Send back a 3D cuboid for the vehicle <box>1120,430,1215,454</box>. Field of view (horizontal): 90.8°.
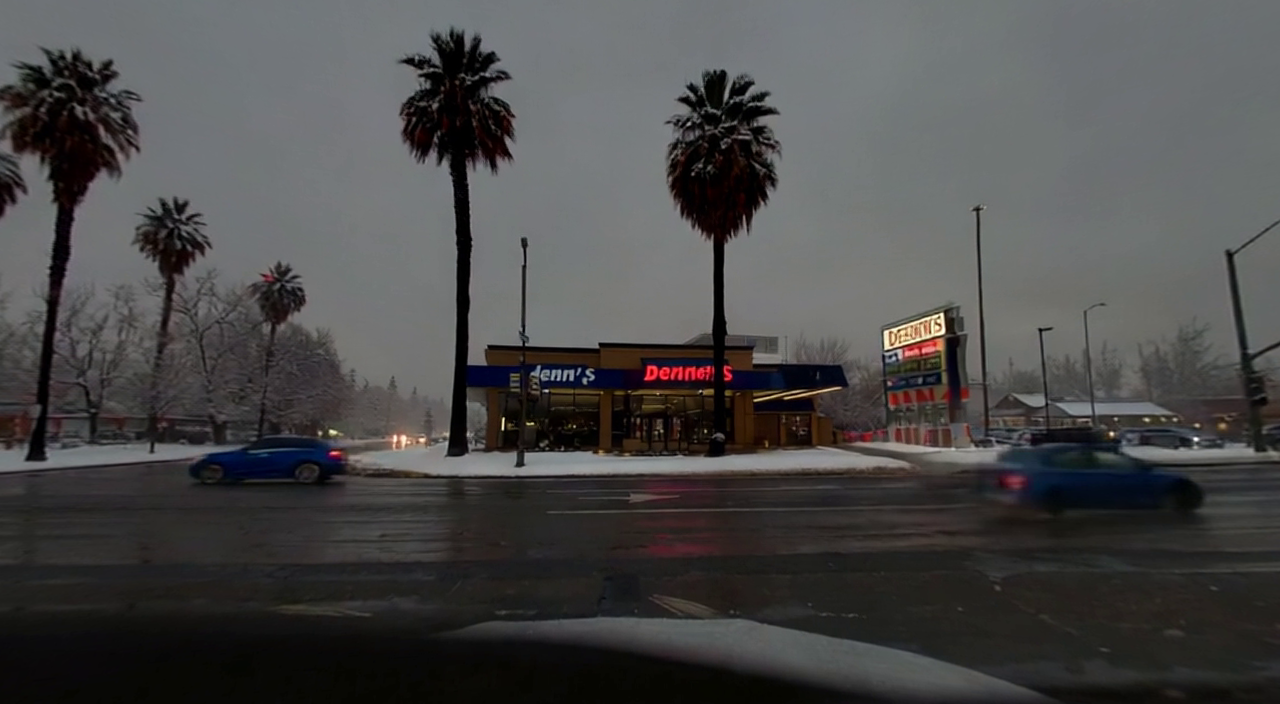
[{"bbox_3d":[34.012,5.850,40.906,1.805,1.466,4.641,1,-8,-8],"label":"vehicle"}]

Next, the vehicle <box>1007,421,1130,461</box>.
[{"bbox_3d":[21.872,4.515,32.370,4.880,1.754,2.202,-1,-5,-7],"label":"vehicle"}]

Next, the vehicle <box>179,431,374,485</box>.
[{"bbox_3d":[-10.593,3.114,18.752,4.570,1.480,1.873,1,-8,-6],"label":"vehicle"}]
